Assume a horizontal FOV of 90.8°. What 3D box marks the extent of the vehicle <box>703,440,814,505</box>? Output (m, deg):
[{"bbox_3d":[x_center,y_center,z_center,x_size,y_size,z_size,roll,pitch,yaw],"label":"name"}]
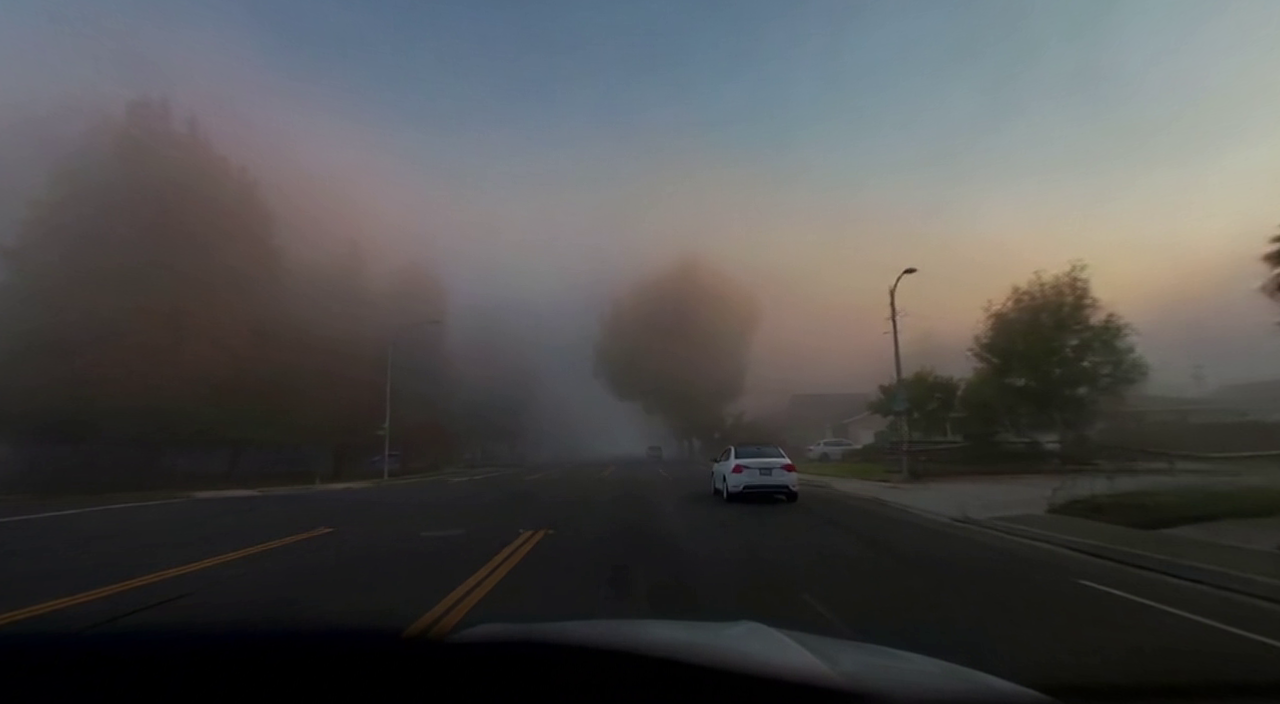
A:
[{"bbox_3d":[2.998,3.148,17.013,2.057,1.493,4.225,0,-9,-2],"label":"vehicle"}]
